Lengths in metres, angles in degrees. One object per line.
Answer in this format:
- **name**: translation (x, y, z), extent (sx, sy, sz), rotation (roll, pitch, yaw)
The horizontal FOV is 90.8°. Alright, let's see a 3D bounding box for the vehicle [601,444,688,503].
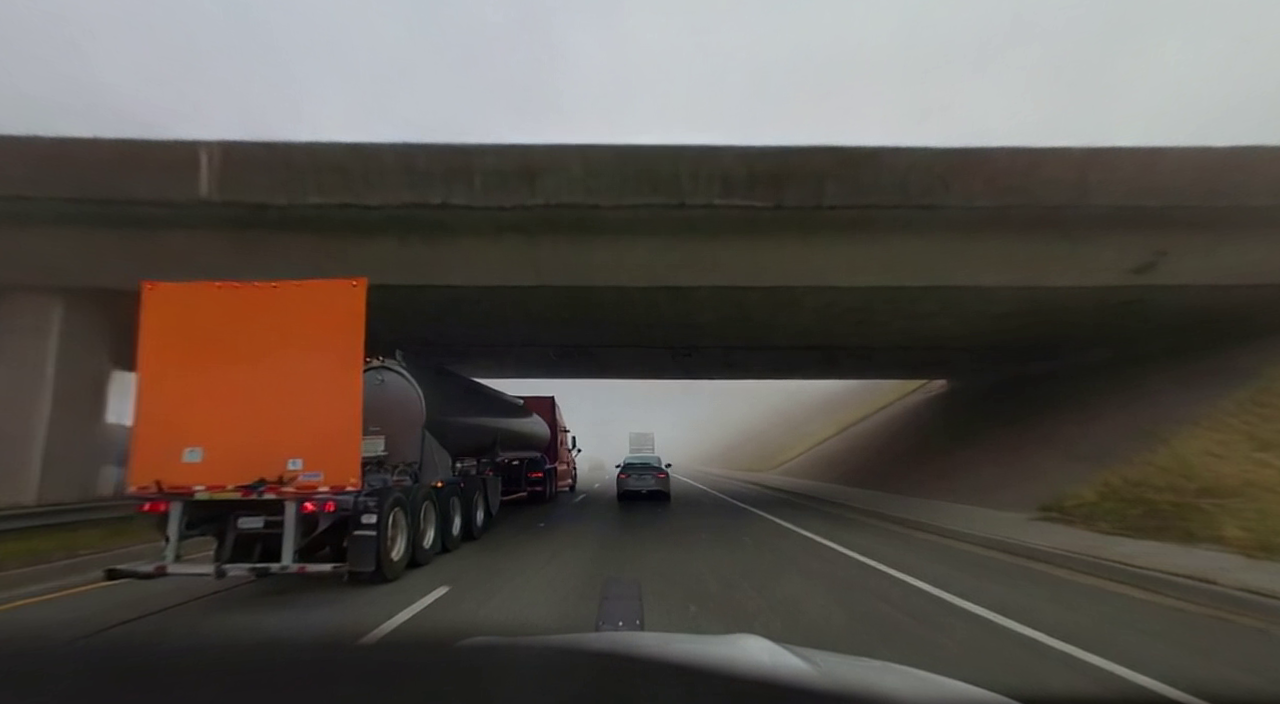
- **vehicle**: translation (0.114, 3.423, 18.244), extent (2.215, 1.481, 4.246), rotation (0, -9, 0)

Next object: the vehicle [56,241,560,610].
- **vehicle**: translation (-4.048, 1.726, 13.401), extent (2.896, 3.563, 14.643), rotation (0, -9, 0)
